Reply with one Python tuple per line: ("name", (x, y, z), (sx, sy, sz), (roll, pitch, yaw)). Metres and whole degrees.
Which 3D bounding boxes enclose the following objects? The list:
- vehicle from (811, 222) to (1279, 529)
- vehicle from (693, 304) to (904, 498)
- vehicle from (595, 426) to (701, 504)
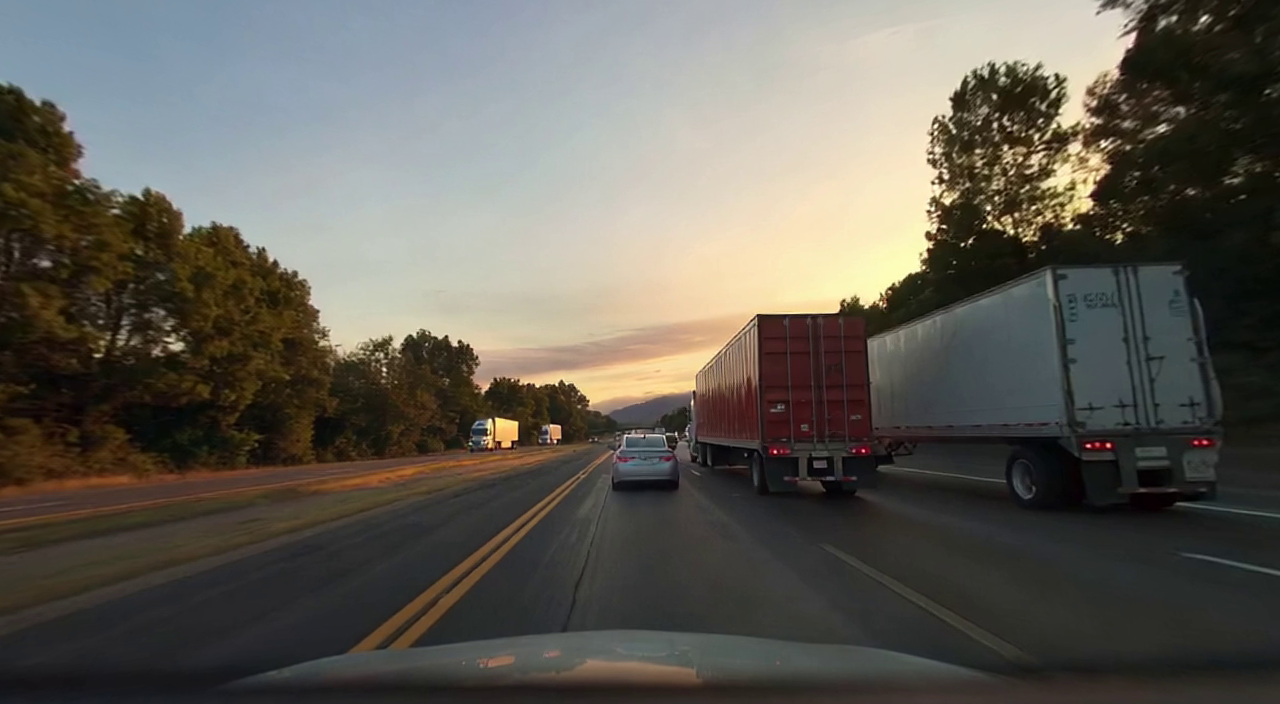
("vehicle", (8.040, 1.192, 15.918), (3.110, 4.308, 14.260), (0, -8, -1))
("vehicle", (3.910, 1.926, 20.338), (2.888, 4.099, 14.183), (0, -8, -1))
("vehicle", (0.112, 2.444, 14.120), (2.038, 1.477, 3.773), (0, -8, -1))
